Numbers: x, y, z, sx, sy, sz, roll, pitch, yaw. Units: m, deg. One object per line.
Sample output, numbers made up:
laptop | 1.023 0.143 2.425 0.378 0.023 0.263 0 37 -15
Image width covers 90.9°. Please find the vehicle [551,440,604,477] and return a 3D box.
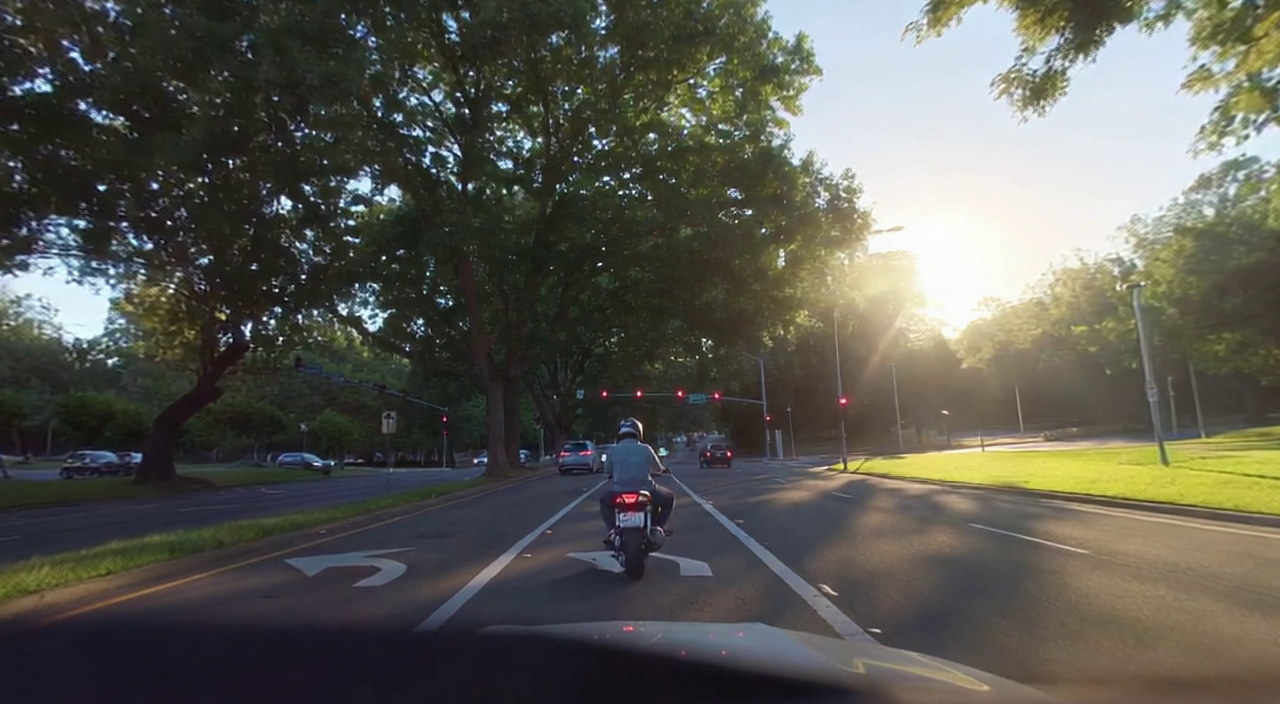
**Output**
vehicle | -2.979 5.221 31.207 2.056 1.647 5.045 -1 -8 1

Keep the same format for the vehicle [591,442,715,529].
vehicle | 0.208 2.584 12.929 2.093 1.450 4.437 0 -8 0
